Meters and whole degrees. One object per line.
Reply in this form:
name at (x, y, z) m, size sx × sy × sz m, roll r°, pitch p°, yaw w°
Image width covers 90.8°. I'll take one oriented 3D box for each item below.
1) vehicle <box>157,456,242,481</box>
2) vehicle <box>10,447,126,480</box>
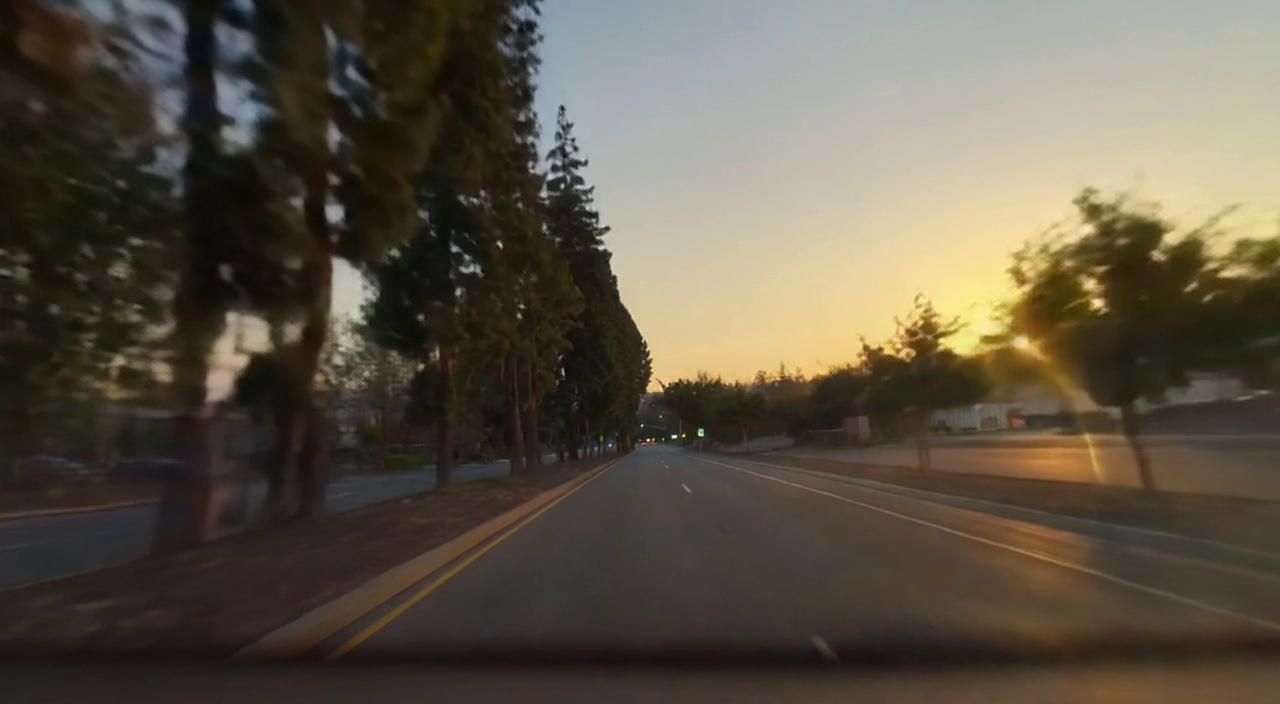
vehicle at (-28.692, 7.590, 41.210) m, size 4.342 × 1.446 × 1.722 m, roll -2°, pitch -8°, yaw 2°
vehicle at (-41.470, 8.056, 45.940) m, size 5.799 × 2.039 × 2.451 m, roll -2°, pitch -8°, yaw -5°
